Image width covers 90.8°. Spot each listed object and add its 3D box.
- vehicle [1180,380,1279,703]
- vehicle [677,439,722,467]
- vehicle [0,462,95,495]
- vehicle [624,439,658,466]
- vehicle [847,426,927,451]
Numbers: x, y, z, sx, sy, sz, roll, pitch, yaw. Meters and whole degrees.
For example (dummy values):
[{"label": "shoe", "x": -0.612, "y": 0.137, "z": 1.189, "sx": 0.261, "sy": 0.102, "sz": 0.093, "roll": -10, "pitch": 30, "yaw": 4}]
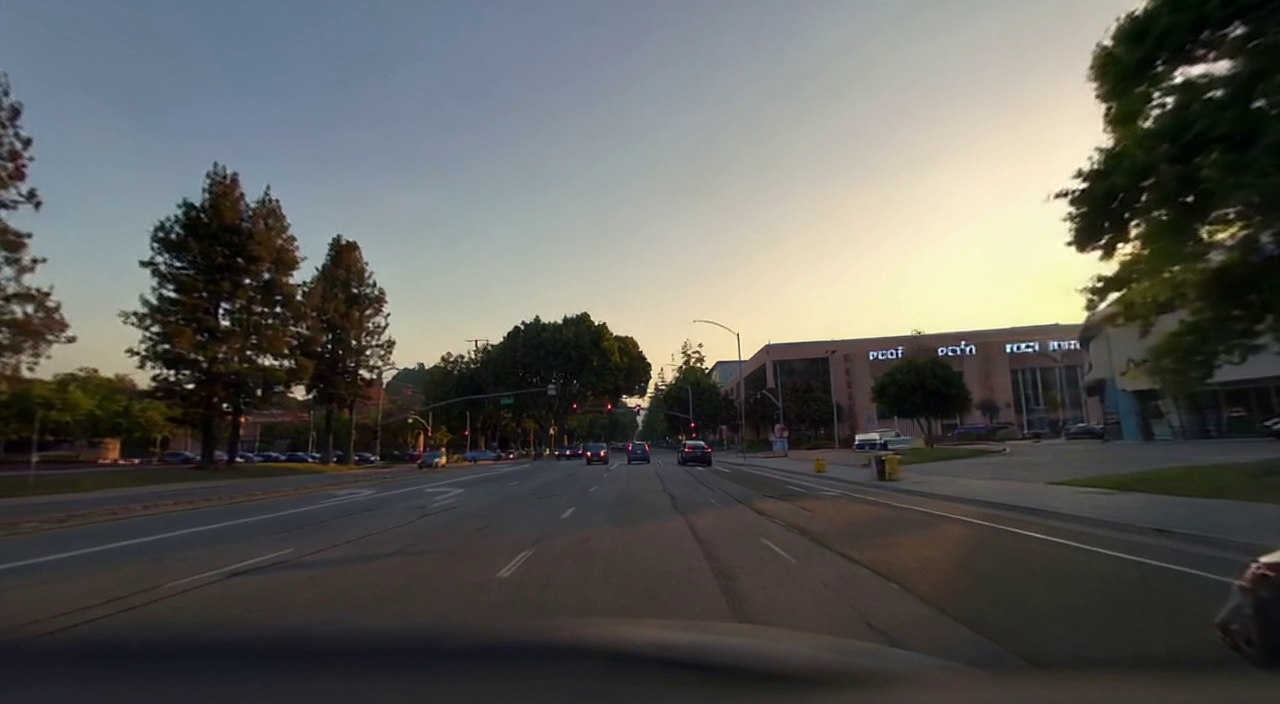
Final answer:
[{"label": "vehicle", "x": 3.842, "y": 0.638, "z": 0.985, "sx": 1.889, "sy": 1.572, "sz": 4.605, "roll": 0, "pitch": -9, "yaw": 0}, {"label": "vehicle", "x": 3.684, "y": 6.370, "z": 39.992, "sx": 2.198, "sy": 1.660, "sz": 4.512, "roll": 0, "pitch": -9, "yaw": -2}, {"label": "vehicle", "x": -34.079, "y": 7.083, "z": 35.586, "sx": 4.712, "sy": 1.658, "sz": 1.981, "roll": 5, "pitch": -10, "yaw": -30}, {"label": "vehicle", "x": 0.006, "y": 6.645, "z": 41.789, "sx": 2.146, "sy": 1.685, "sz": 4.003, "roll": 0, "pitch": -9, "yaw": -2}, {"label": "vehicle", "x": 15.815, "y": 5.585, "z": 40.669, "sx": 4.344, "sy": 1.512, "sz": 1.936, "roll": -1, "pitch": -9, "yaw": 5}]
